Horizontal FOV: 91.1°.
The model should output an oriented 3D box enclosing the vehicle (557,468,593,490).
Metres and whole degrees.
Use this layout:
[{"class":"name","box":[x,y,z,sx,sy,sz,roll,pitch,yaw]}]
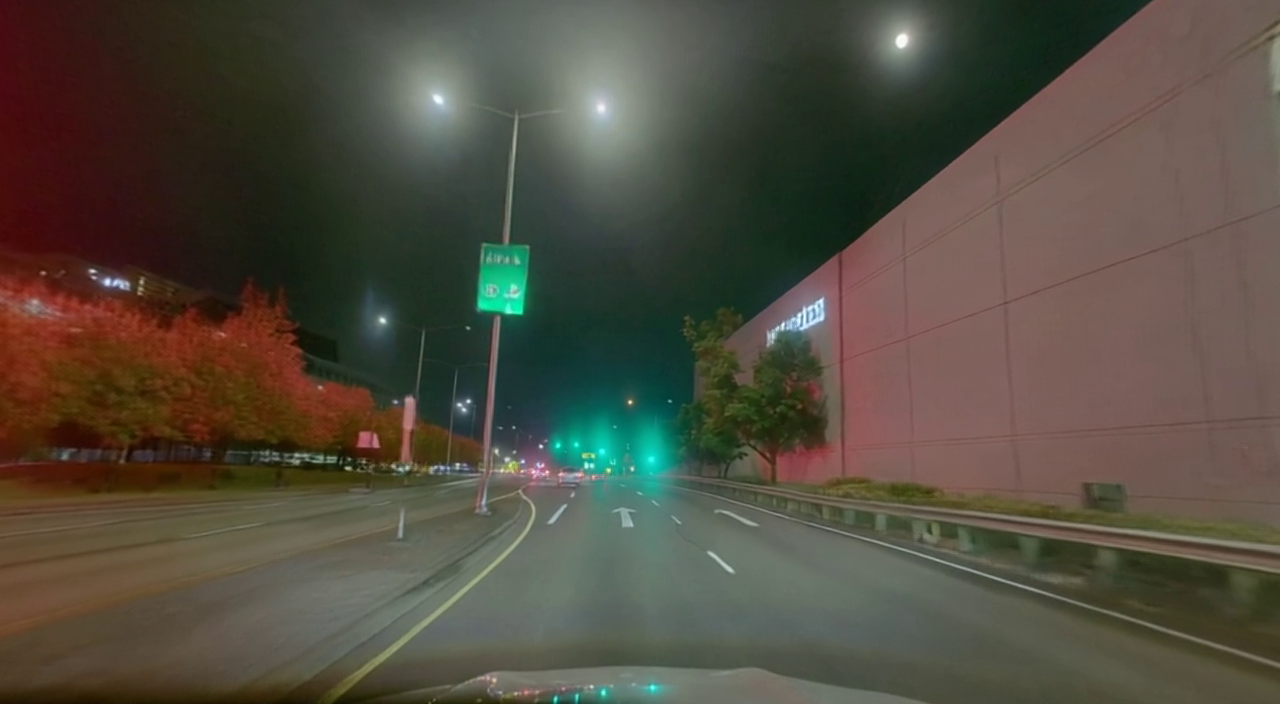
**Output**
[{"class":"vehicle","box":[-3.841,7.417,36.708,1.775,1.186,2.933,3,-11,-12]}]
